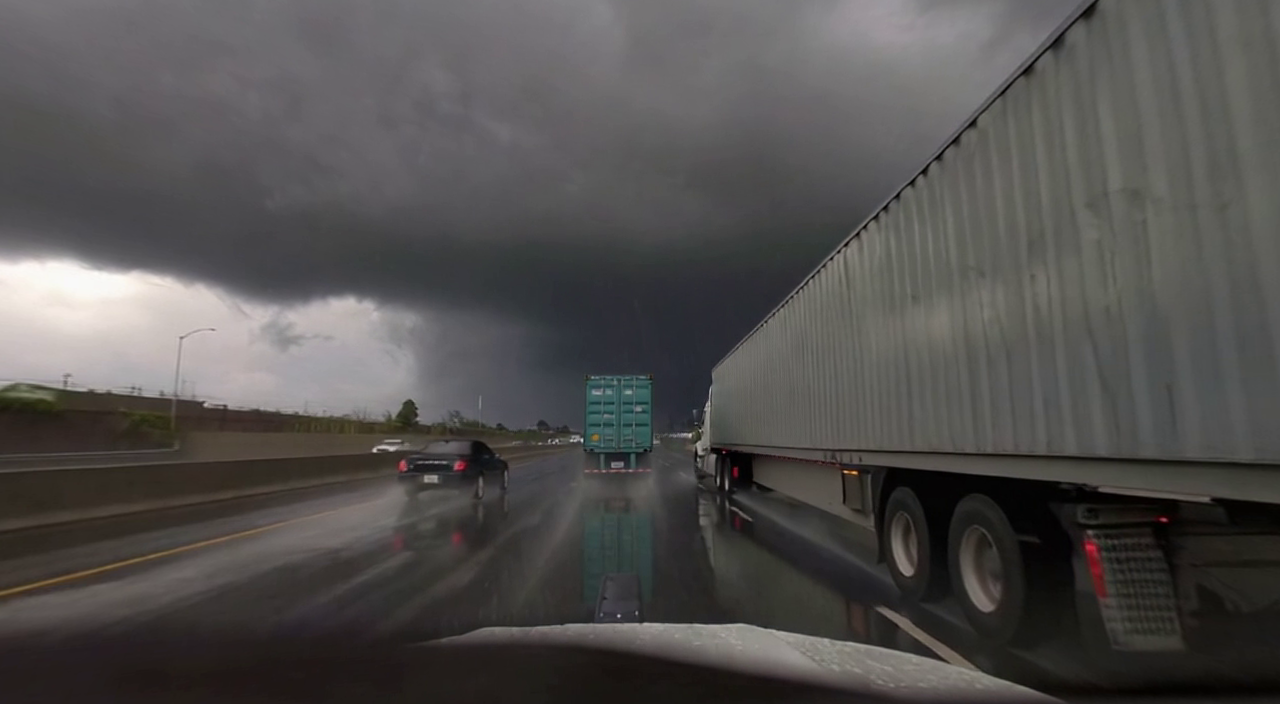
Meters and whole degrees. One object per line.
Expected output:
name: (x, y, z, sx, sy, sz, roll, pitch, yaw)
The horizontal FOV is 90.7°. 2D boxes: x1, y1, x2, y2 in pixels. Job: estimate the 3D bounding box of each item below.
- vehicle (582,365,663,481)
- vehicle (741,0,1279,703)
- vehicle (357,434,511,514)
vehicle: (-0.579, 3.400, 28.543, 2.841, 4.071, 12.046, -1, -9, 1)
vehicle: (3.745, 0.387, 7.670, 2.803, 4.072, 12.744, 0, -8, -1)
vehicle: (-4.346, 2.637, 14.239, 1.994, 1.471, 4.591, 0, -9, -1)
